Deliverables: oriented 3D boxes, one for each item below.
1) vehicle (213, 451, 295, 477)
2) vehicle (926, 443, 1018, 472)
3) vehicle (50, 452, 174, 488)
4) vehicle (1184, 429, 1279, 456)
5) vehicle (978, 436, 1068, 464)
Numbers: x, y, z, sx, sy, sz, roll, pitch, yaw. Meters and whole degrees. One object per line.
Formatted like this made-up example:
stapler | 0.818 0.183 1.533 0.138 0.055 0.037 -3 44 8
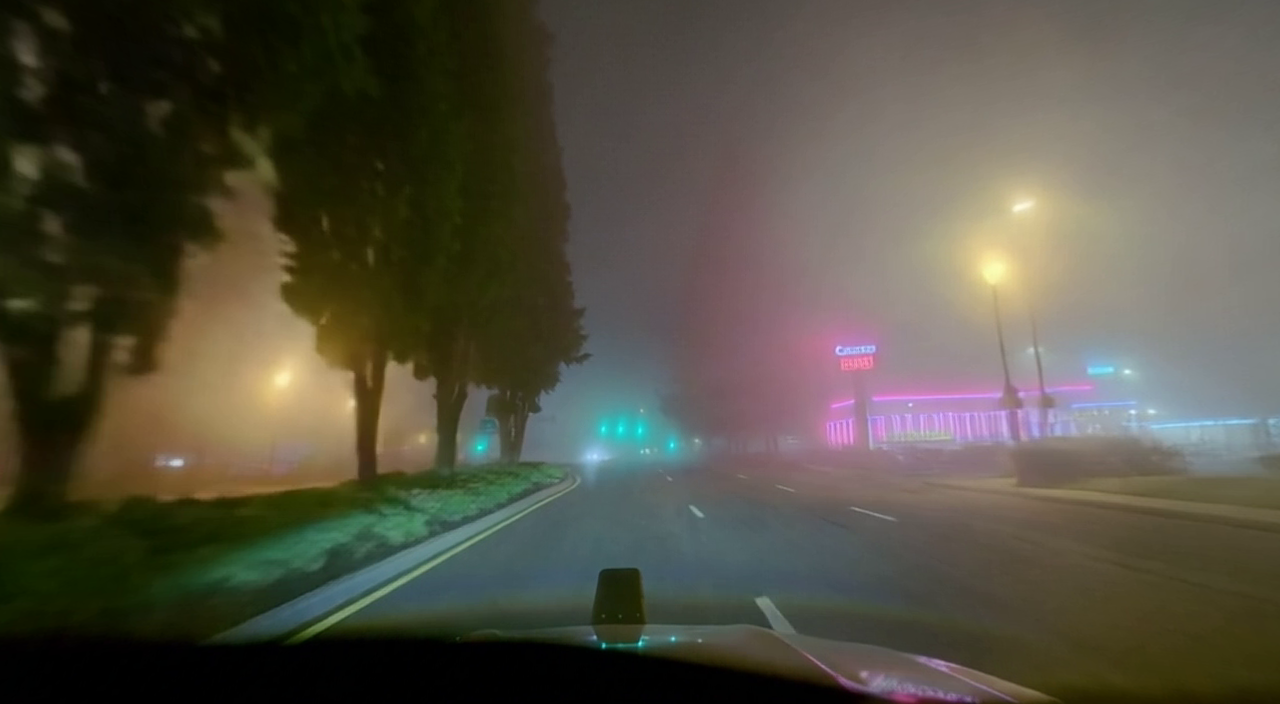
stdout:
vehicle | -27.284 7.931 44.842 4.731 1.677 1.999 4 -10 -28
vehicle | 19.442 6.192 37.214 1.869 1.481 4.459 1 -9 -25
vehicle | -27.422 6.109 33.028 4.529 1.711 1.972 4 -10 -27
vehicle | 46.442 7.069 49.343 2.131 1.923 5.397 3 -9 -23
vehicle | 24.169 6.192 40.092 1.833 1.667 4.545 3 -9 -24
